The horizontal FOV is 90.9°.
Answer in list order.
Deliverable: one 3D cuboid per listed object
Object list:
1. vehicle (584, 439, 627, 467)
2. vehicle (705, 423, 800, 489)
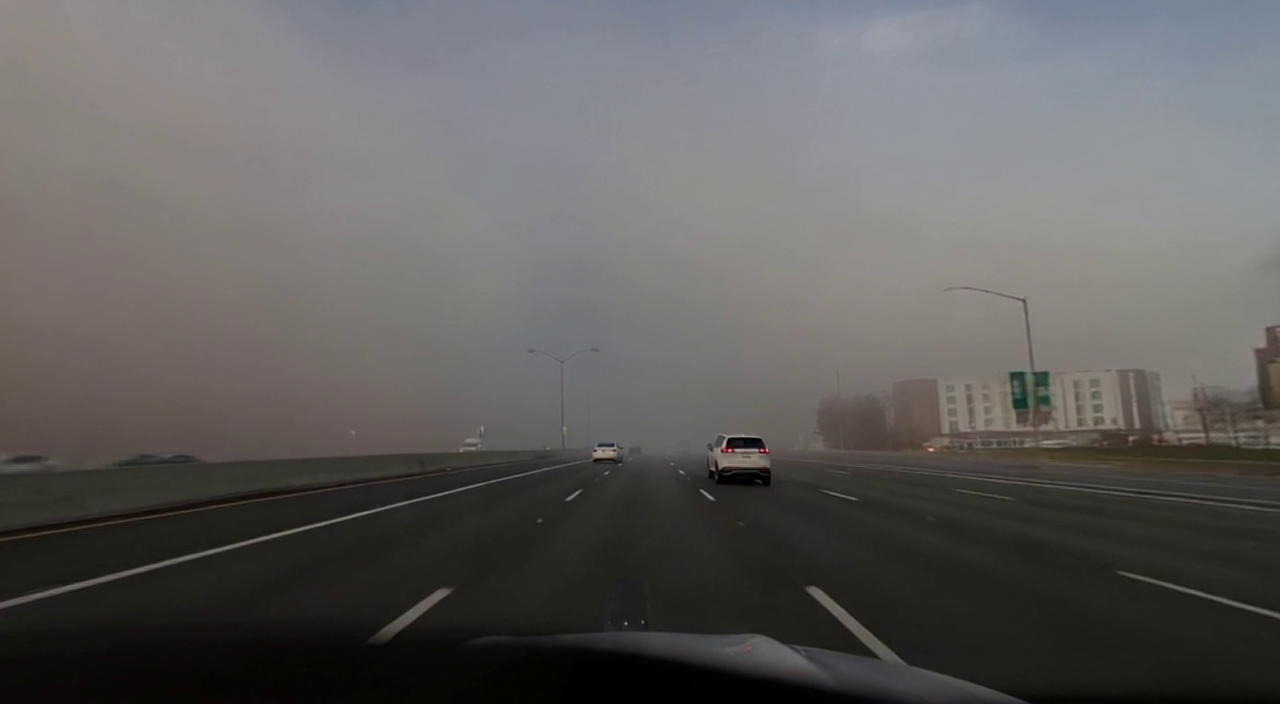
[{"bbox_3d":[-1.967,5.920,37.201,2.080,1.542,4.718,-1,-8,2],"label":"vehicle"},{"bbox_3d":[3.445,3.300,20.351,2.148,1.852,4.835,0,-8,0],"label":"vehicle"}]
